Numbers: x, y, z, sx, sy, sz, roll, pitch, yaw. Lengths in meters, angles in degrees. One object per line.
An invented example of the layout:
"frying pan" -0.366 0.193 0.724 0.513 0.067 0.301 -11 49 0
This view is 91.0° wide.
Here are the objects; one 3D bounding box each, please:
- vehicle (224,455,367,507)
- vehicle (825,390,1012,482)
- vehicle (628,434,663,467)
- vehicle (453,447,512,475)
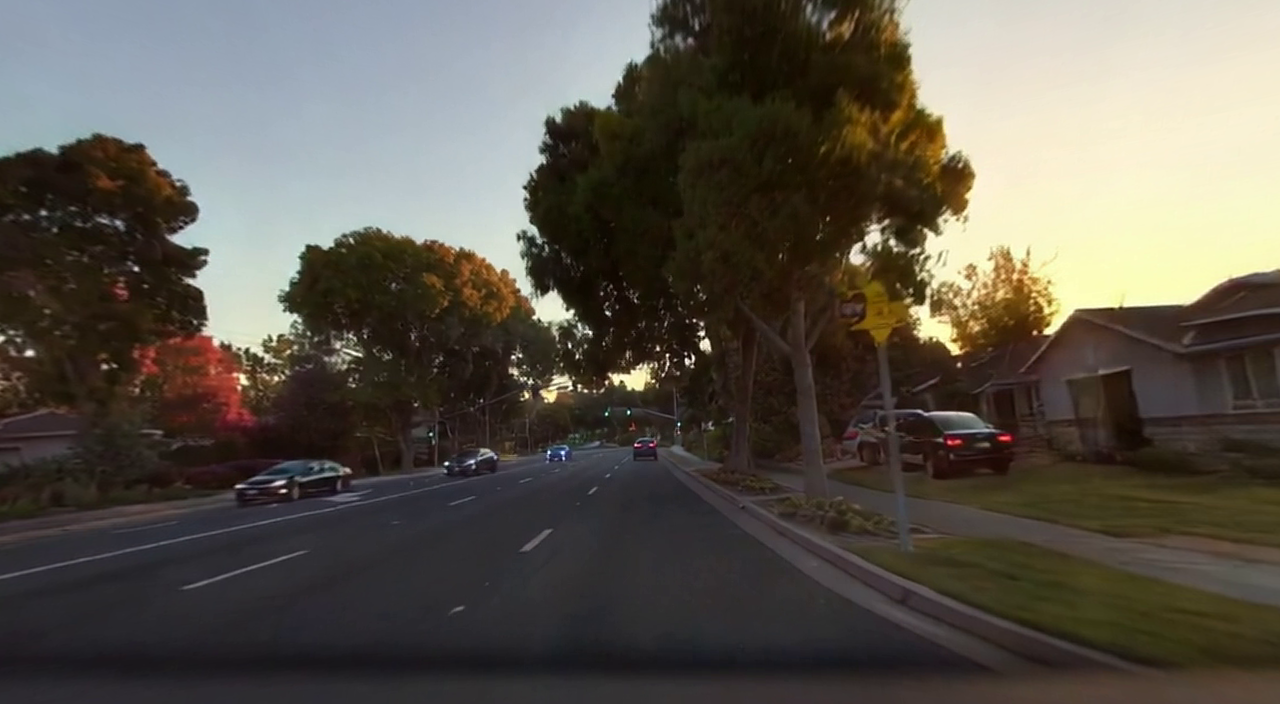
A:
"vehicle" -11.803 4.416 22.062 2.176 1.528 4.750 -1 -8 3
"vehicle" 7.944 2.592 19.104 2.531 2.263 6.802 0 -9 0
"vehicle" 0.339 6.112 39.191 2.059 1.908 4.714 0 -8 0
"vehicle" -10.269 7.132 41.488 2.297 1.566 4.908 -3 -9 5
